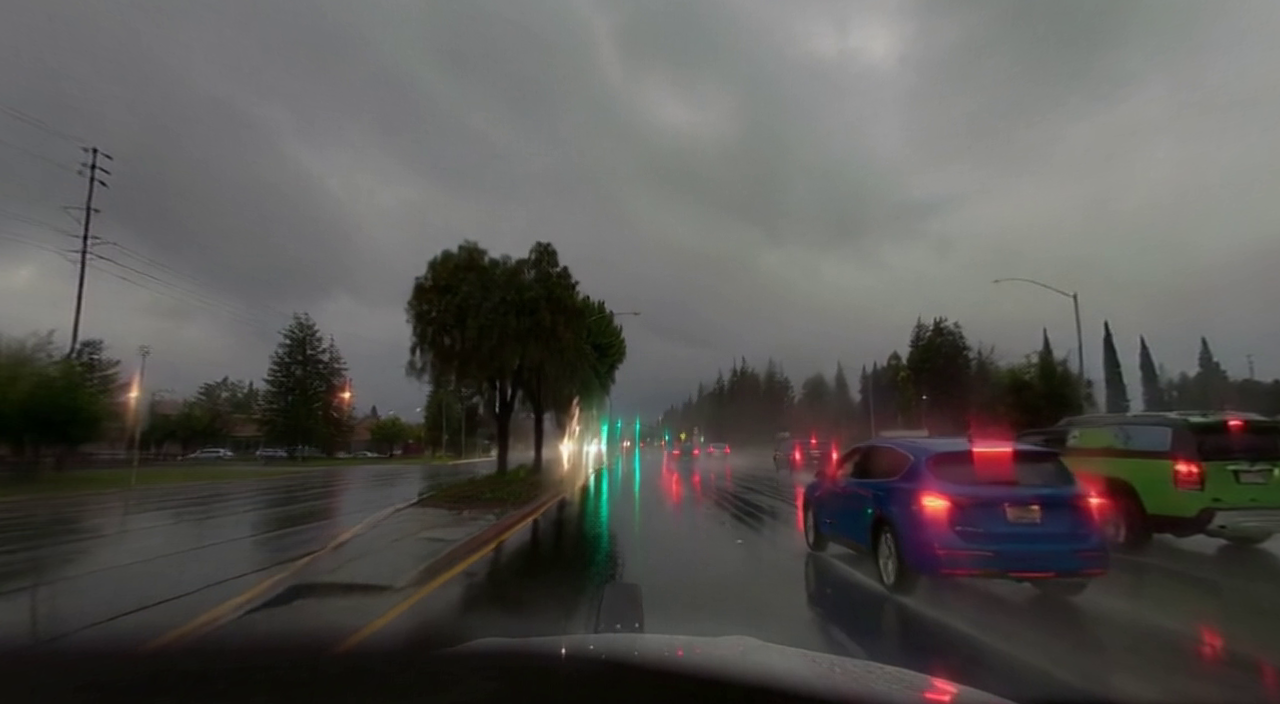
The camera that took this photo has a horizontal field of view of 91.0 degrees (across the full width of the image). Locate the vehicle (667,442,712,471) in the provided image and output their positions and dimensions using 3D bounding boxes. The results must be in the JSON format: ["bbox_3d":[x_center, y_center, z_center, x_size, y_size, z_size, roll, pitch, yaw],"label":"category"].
[{"bbox_3d":[2.598,5.613,34.054,1.980,1.484,4.093,0,-8,-1],"label":"vehicle"}]

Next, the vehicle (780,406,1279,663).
[{"bbox_3d":[3.027,1.483,6.406,1.932,1.547,4.992,0,-8,-2],"label":"vehicle"}]
